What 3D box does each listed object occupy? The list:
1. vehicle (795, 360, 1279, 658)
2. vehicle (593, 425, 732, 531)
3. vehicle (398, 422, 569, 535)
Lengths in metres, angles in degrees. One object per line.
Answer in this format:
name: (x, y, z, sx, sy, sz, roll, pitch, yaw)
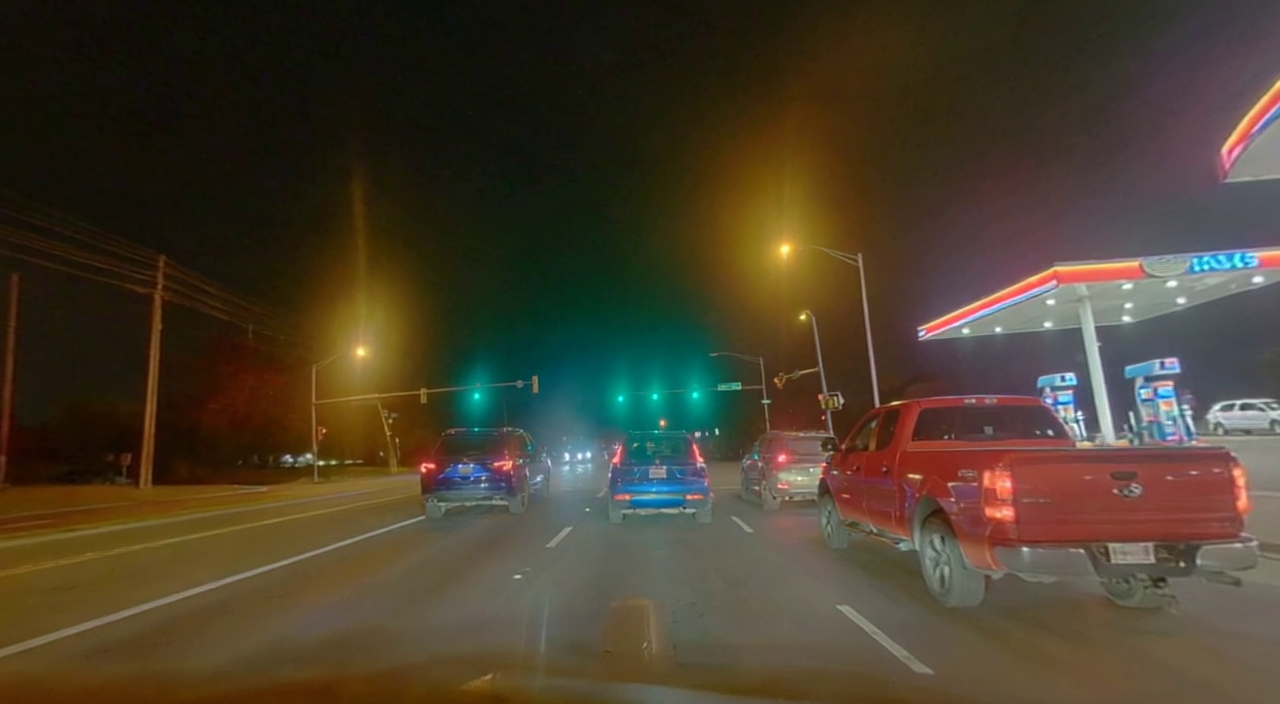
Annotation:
vehicle: (3.423, 1.367, 6.685, 2.161, 1.868, 5.321, 0, -8, 0)
vehicle: (0.342, 2.285, 11.991, 2.181, 1.650, 4.083, 0, -8, 0)
vehicle: (-2.699, 2.298, 12.060, 2.019, 1.731, 4.299, 0, -8, 2)
